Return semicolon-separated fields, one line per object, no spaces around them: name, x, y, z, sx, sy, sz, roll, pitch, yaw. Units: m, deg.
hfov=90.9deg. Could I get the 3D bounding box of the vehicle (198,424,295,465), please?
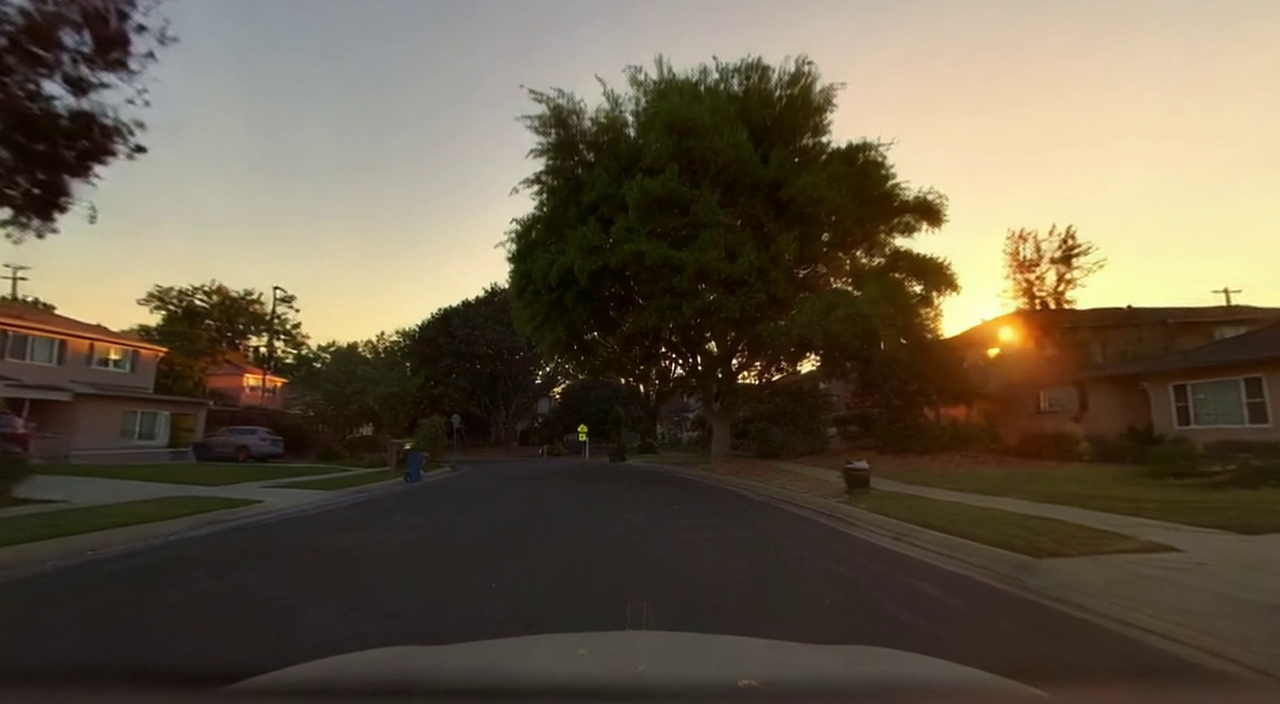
vehicle;-20.077;4.756;32.500;2.407;1.912;5.091;1;-9;-10
